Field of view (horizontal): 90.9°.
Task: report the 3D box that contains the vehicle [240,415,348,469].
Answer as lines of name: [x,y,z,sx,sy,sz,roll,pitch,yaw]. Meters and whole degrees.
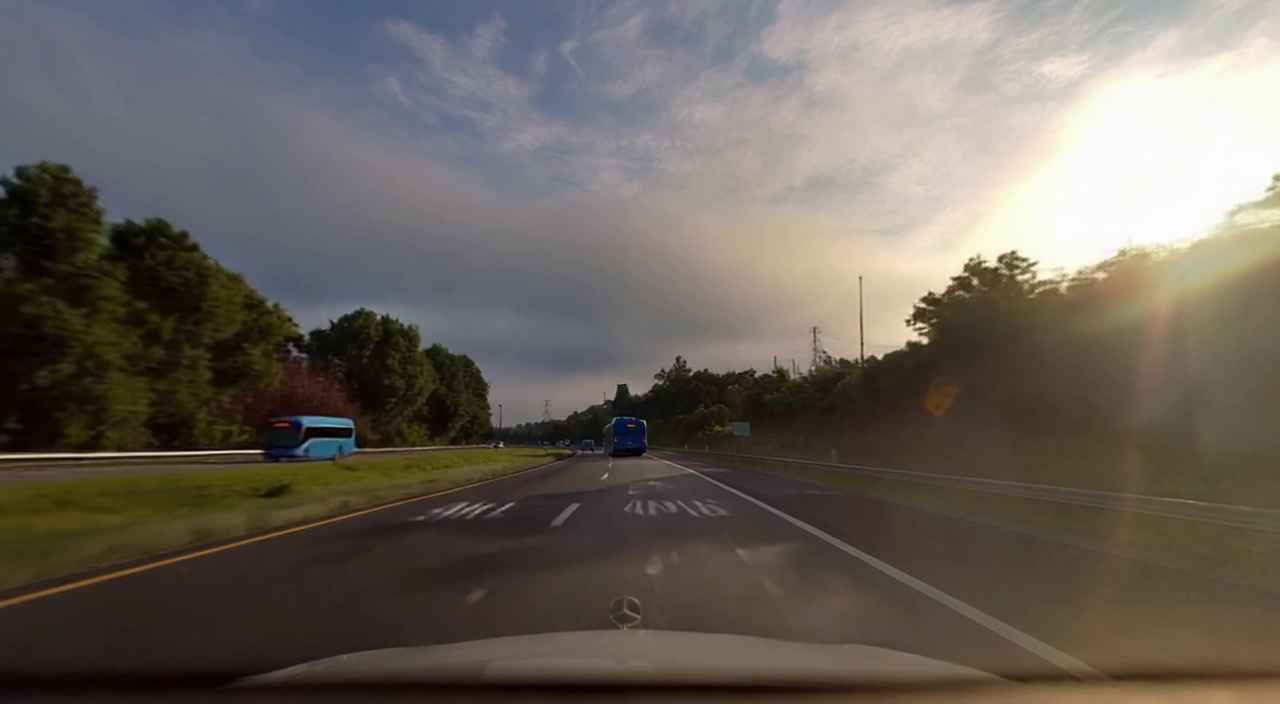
vehicle: [-20.384,5.413,37.692,2.333,2.885,7.543,0,-9,-2]
